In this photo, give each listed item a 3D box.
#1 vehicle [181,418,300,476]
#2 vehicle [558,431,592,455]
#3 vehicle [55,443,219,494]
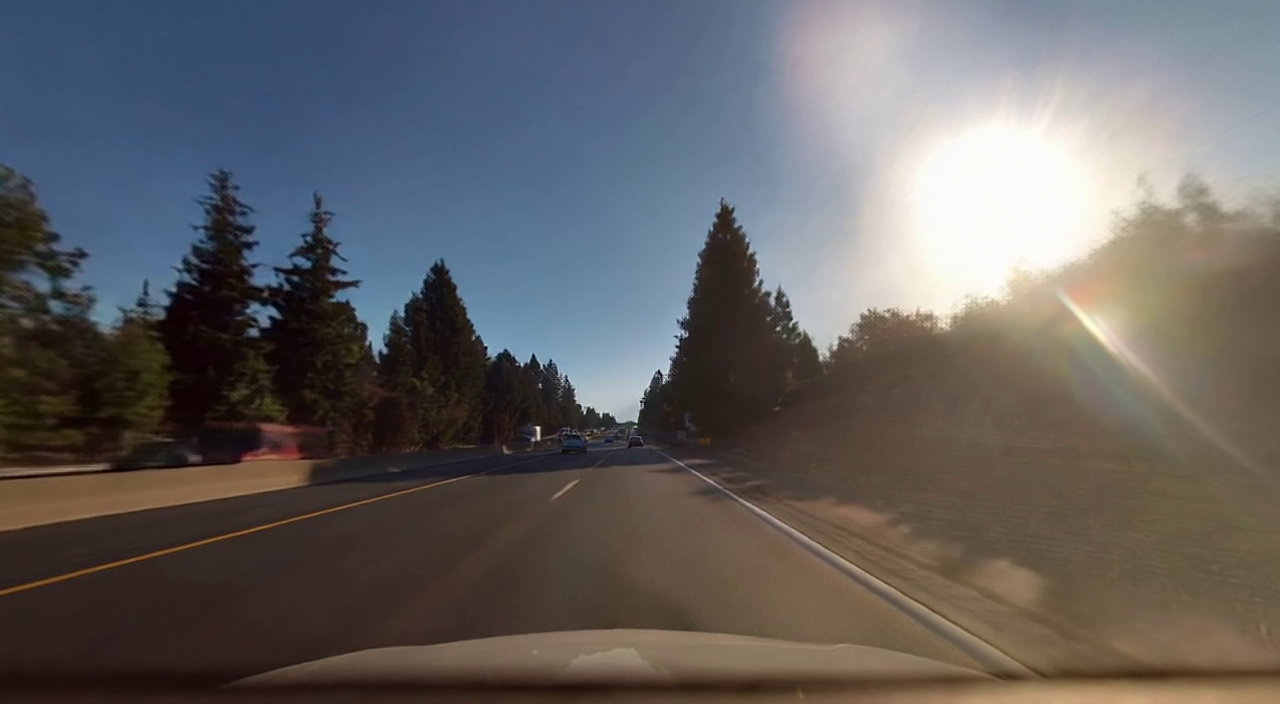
[{"bbox_3d":[-16.633,3.969,26.522,2.184,2.216,4.156,0,-8,0],"label":"vehicle"},{"bbox_3d":[-4.578,6.524,45.124,2.003,1.626,4.256,0,-8,0],"label":"vehicle"},{"bbox_3d":[-16.570,3.823,21.115,1.800,1.475,4.489,0,-8,-1],"label":"vehicle"}]
